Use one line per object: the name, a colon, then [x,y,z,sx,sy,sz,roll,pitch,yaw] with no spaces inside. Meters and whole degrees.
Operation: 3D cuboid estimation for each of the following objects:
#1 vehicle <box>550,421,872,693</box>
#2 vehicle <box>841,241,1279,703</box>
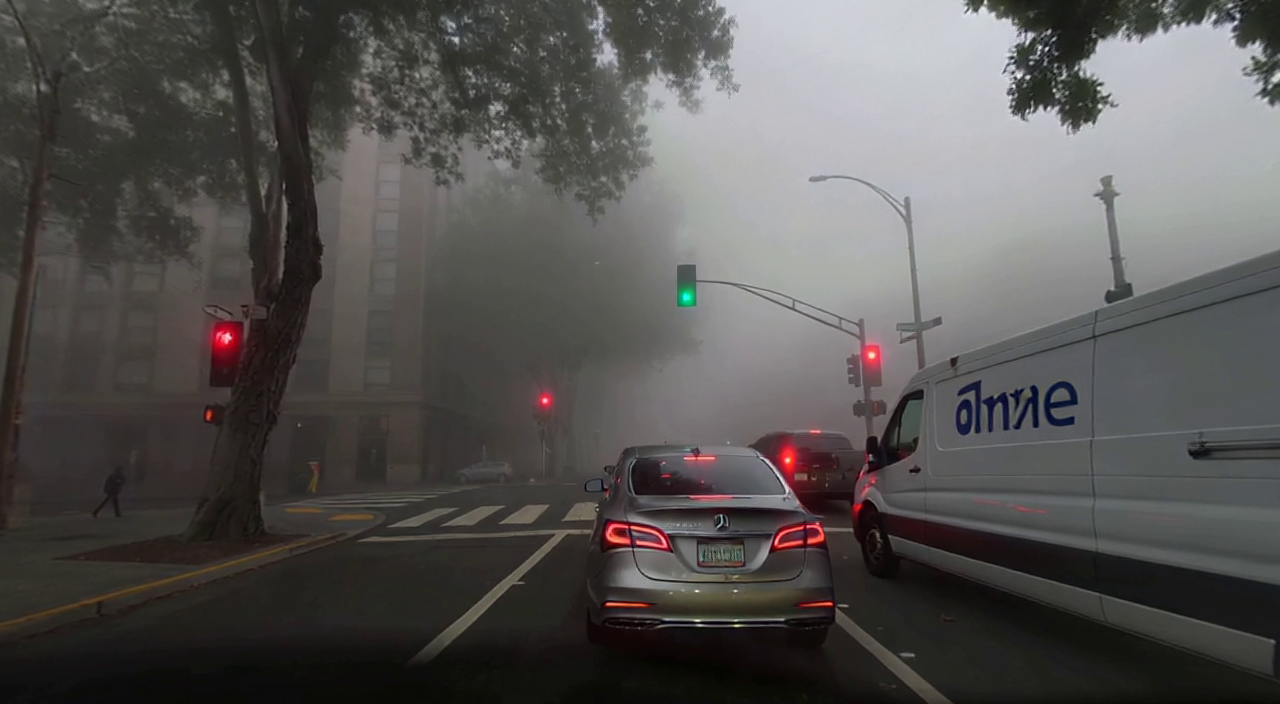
vehicle: [0.388,1.591,5.734,1.961,1.629,3.610,1,-10,-2]
vehicle: [2.851,0.895,2.929,2.054,1.965,5.248,1,-11,0]
